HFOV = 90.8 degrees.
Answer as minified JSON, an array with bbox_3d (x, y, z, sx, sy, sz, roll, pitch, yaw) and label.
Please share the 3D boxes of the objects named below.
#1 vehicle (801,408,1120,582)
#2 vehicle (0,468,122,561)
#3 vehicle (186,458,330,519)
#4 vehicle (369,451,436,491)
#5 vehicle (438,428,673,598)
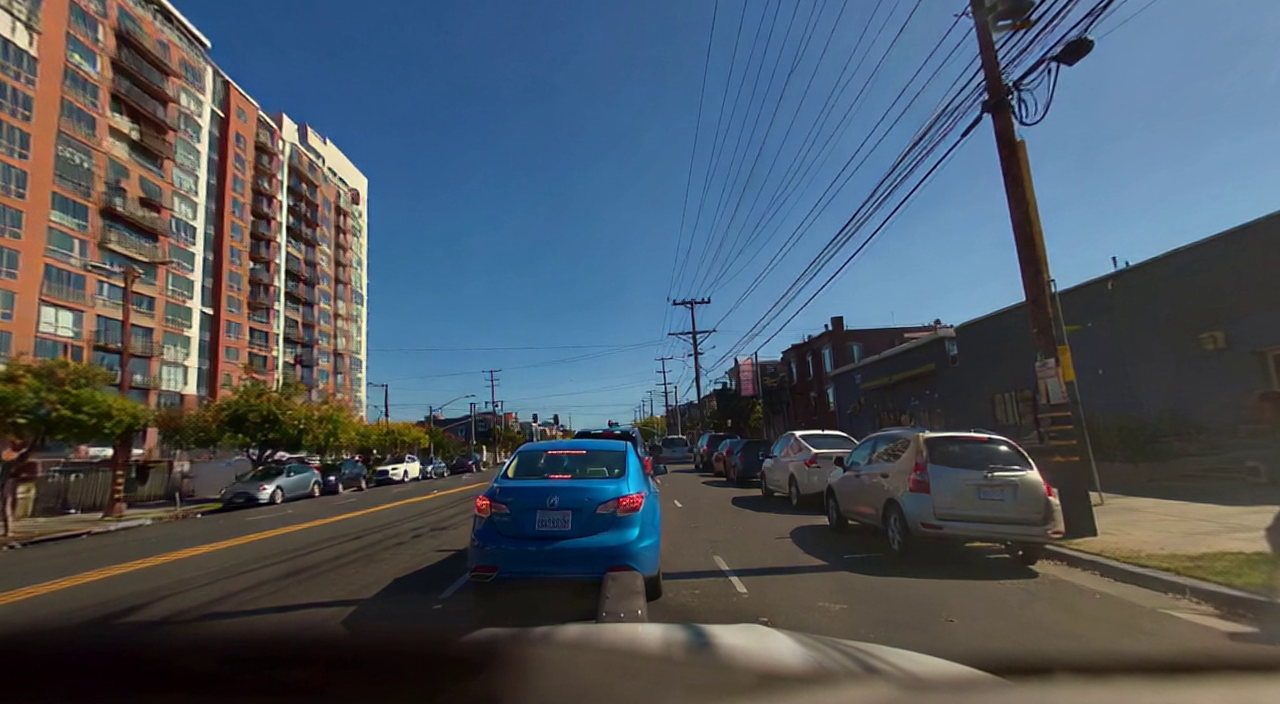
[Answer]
[{"bbox_3d":[3.794,1.761,8.613,1.967,1.721,4.410,0,-8,-1],"label":"vehicle"},{"bbox_3d":[-11.921,2.900,11.018,1.850,1.487,4.711,-2,-8,-1],"label":"vehicle"},{"bbox_3d":[-11.865,4.226,20.043,1.868,1.491,4.367,-4,-8,0],"label":"vehicle"},{"bbox_3d":[-11.912,5.947,31.947,2.011,1.687,4.079,-3,-8,-2],"label":"vehicle"},{"bbox_3d":[-0.708,1.735,7.814,2.019,1.453,4.603,0,-8,1],"label":"vehicle"}]
